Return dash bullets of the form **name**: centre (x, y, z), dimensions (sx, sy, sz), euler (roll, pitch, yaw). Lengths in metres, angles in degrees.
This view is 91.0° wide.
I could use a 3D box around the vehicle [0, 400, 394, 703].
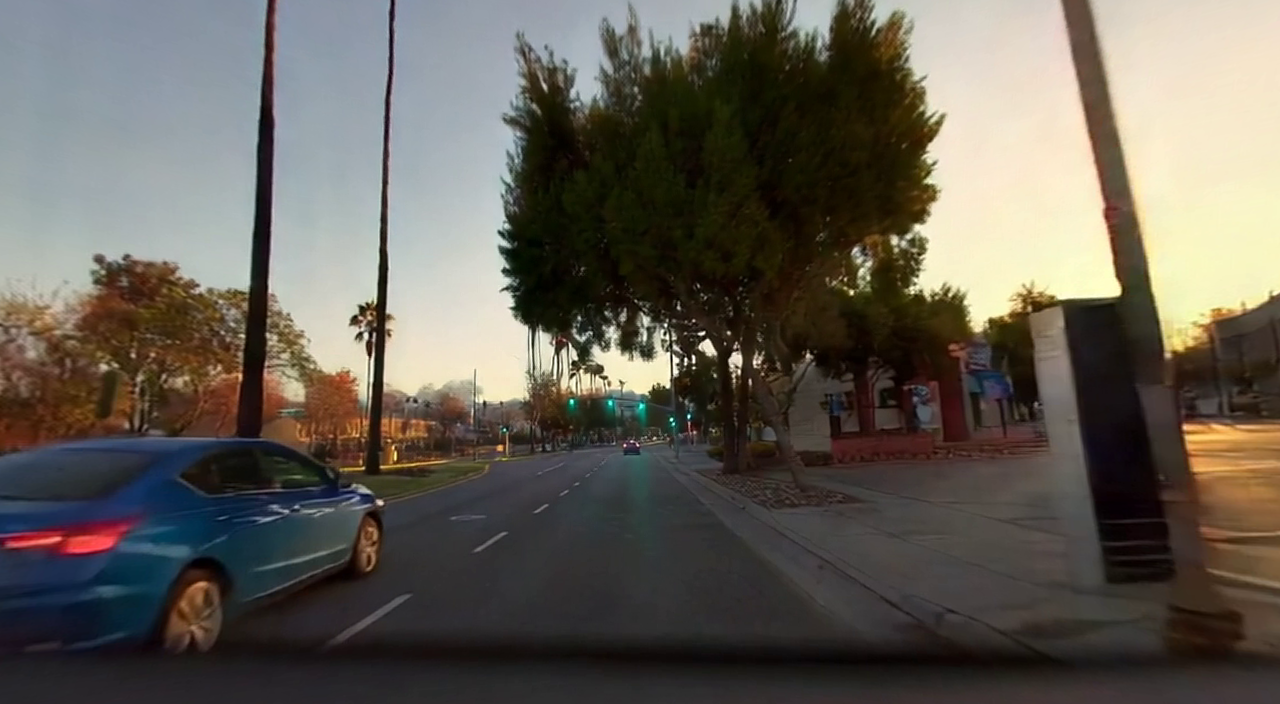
- **vehicle**: centre (-3.478, 1.122, 3.652), dimensions (2.160, 1.497, 4.573), euler (0, -8, 1)
